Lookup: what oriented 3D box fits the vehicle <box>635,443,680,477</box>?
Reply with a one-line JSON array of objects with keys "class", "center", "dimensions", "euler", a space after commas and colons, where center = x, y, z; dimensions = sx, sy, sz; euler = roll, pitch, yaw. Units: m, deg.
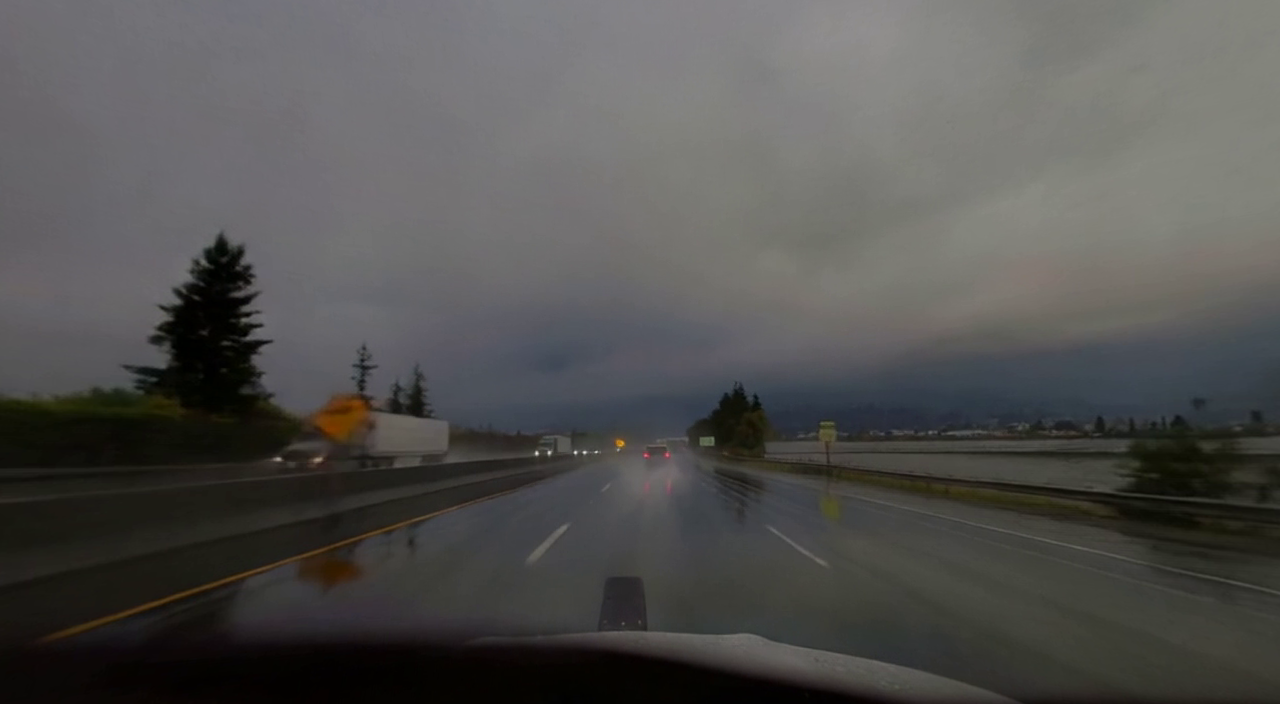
[{"class": "vehicle", "center": [0.886, 5.749, 33.764], "dimensions": [2.231, 1.652, 4.503], "euler": [0, -9, 0]}]

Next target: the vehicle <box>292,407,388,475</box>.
[{"class": "vehicle", "center": [-18.795, 5.695, 40.027], "dimensions": [2.989, 3.992, 5.889], "euler": [0, -9, 0]}]
